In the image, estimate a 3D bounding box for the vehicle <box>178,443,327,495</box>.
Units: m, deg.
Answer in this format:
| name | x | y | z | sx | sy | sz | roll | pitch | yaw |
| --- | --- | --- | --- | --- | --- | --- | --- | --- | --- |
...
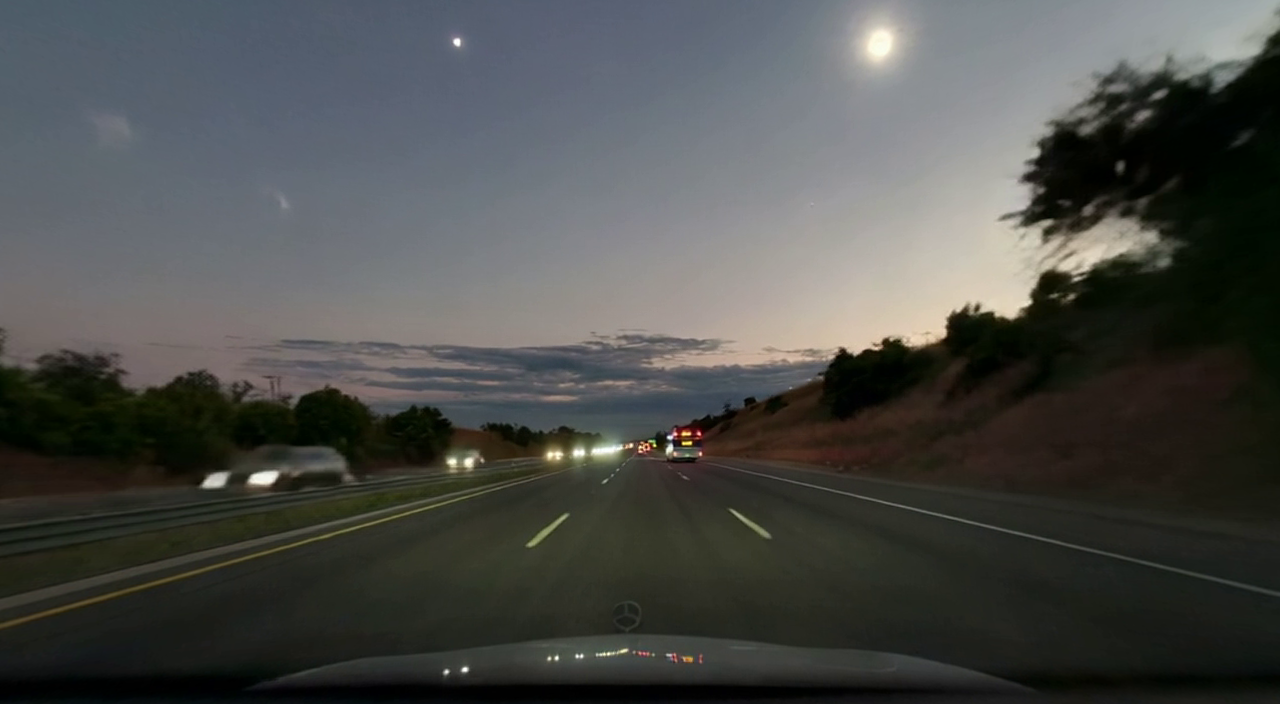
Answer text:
| name | x | y | z | sx | sy | sz | roll | pitch | yaw |
| --- | --- | --- | --- | --- | --- | --- | --- | --- | --- |
| vehicle | -12.248 | 3.706 | 20.334 | 2.158 | 1.468 | 4.077 | 0 | -9 | 1 |
